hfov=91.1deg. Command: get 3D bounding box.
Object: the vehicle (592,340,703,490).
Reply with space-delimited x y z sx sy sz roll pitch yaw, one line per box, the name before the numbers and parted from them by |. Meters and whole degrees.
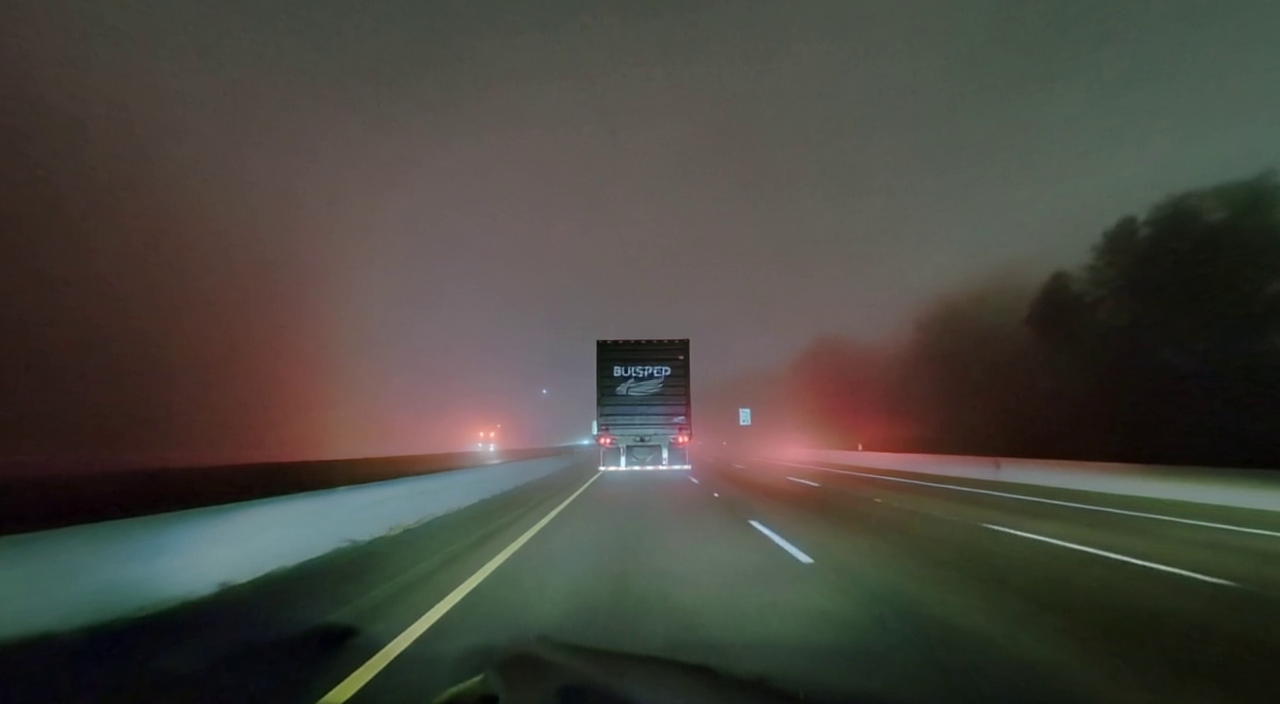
vehicle | 0.141 2.217 20.803 2.870 3.911 8.697 0 -8 -1
